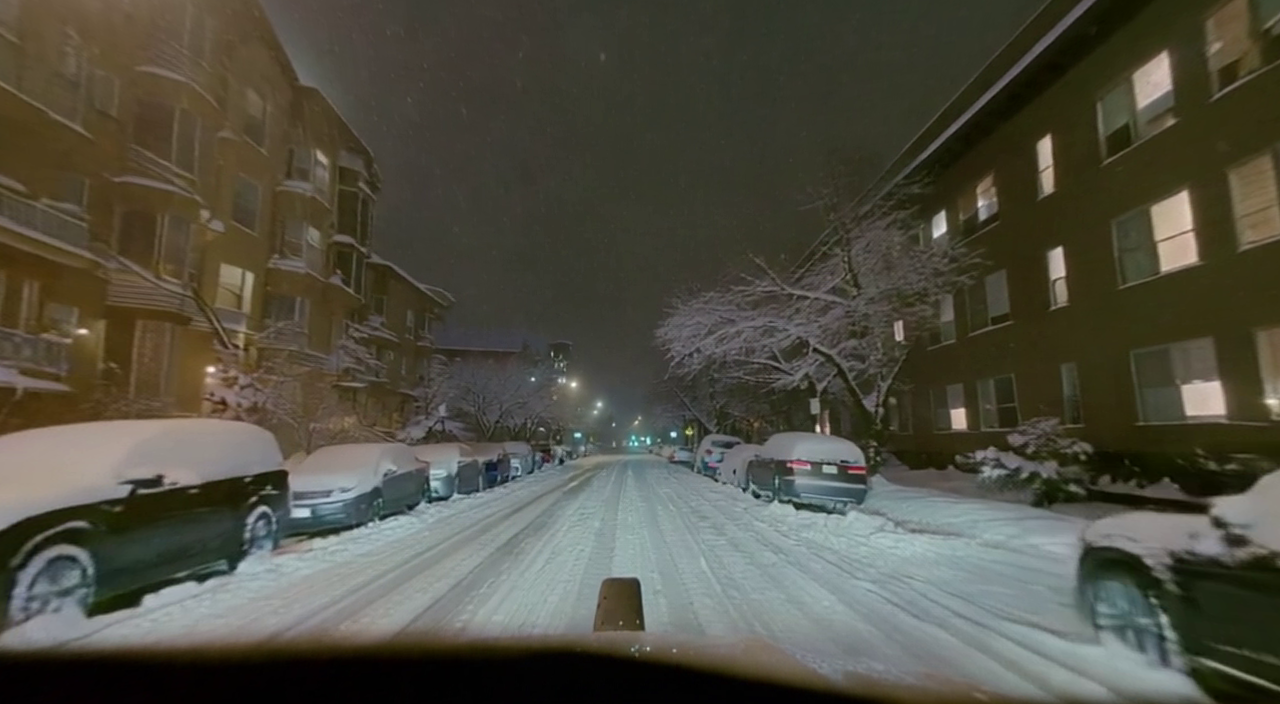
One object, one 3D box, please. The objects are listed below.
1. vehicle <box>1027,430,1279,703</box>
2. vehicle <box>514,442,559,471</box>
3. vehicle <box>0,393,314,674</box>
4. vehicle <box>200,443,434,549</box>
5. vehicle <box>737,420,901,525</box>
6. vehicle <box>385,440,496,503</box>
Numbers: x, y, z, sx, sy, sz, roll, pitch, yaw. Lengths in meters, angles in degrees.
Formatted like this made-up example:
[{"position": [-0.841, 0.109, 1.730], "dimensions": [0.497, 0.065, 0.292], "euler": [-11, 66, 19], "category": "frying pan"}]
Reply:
[{"position": [3.768, 1.016, 2.338], "dimensions": [1.696, 1.453, 4.574], "euler": [0, -8, -1], "category": "vehicle"}, {"position": [-5.668, 5.735, 34.988], "dimensions": [1.647, 1.481, 4.433], "euler": [0, -8, 1], "category": "vehicle"}, {"position": [-5.015, 1.371, 5.581], "dimensions": [1.922, 1.728, 4.628], "euler": [0, -8, -2], "category": "vehicle"}, {"position": [-5.105, 2.280, 10.862], "dimensions": [1.649, 1.408, 4.665], "euler": [0, -8, -1], "category": "vehicle"}, {"position": [3.479, 2.458, 13.508], "dimensions": [1.912, 1.781, 5.159], "euler": [0, -8, -1], "category": "vehicle"}, {"position": [-5.349, 3.232, 17.614], "dimensions": [1.711, 1.500, 4.510], "euler": [0, -8, -1], "category": "vehicle"}]
